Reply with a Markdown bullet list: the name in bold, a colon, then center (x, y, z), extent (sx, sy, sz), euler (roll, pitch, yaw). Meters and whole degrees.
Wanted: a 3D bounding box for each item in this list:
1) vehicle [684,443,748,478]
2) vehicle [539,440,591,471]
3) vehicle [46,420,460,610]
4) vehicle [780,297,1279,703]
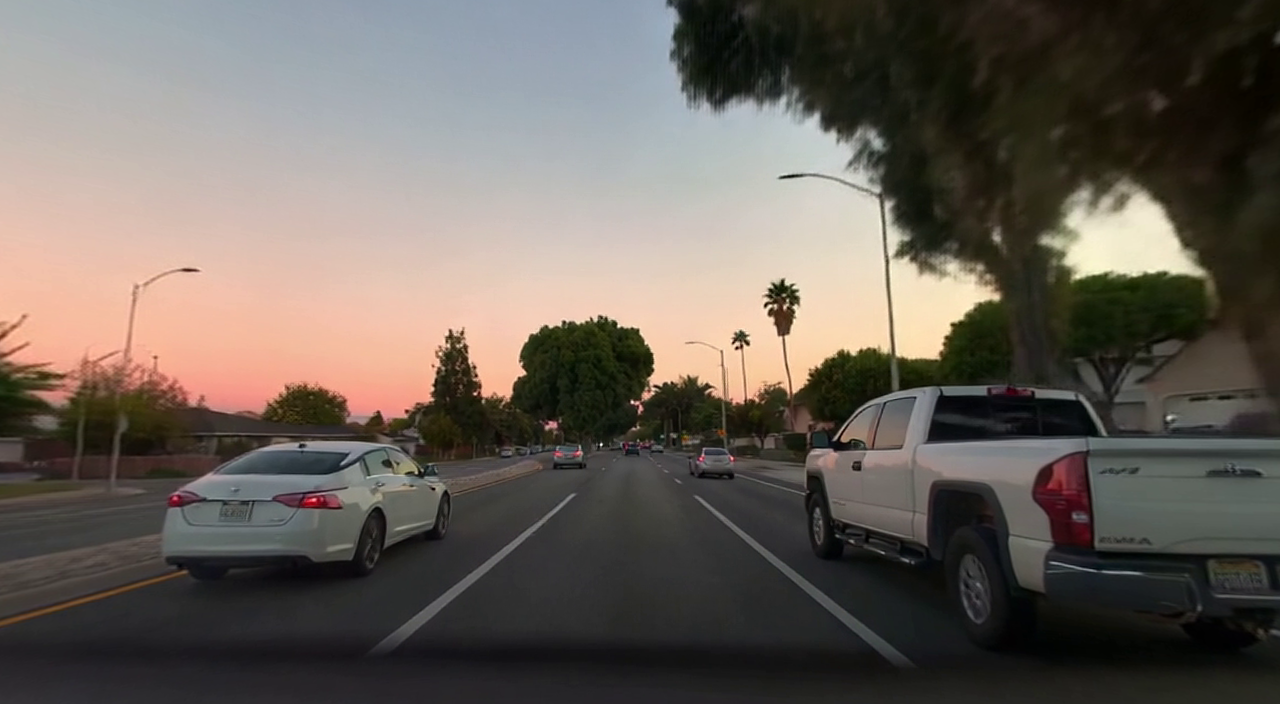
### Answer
- **vehicle**: center (3.324, 4.879, 28.611), extent (2.149, 1.421, 4.805), euler (0, -9, -2)
- **vehicle**: center (-4.002, 5.610, 34.347), extent (2.263, 1.548, 4.555), euler (0, -9, 0)
- **vehicle**: center (-3.742, 1.643, 7.310), extent (2.094, 1.509, 4.286), euler (0, -9, 0)
- **vehicle**: center (3.237, 1.156, 5.829), extent (2.478, 2.030, 5.723), euler (0, -9, -1)
